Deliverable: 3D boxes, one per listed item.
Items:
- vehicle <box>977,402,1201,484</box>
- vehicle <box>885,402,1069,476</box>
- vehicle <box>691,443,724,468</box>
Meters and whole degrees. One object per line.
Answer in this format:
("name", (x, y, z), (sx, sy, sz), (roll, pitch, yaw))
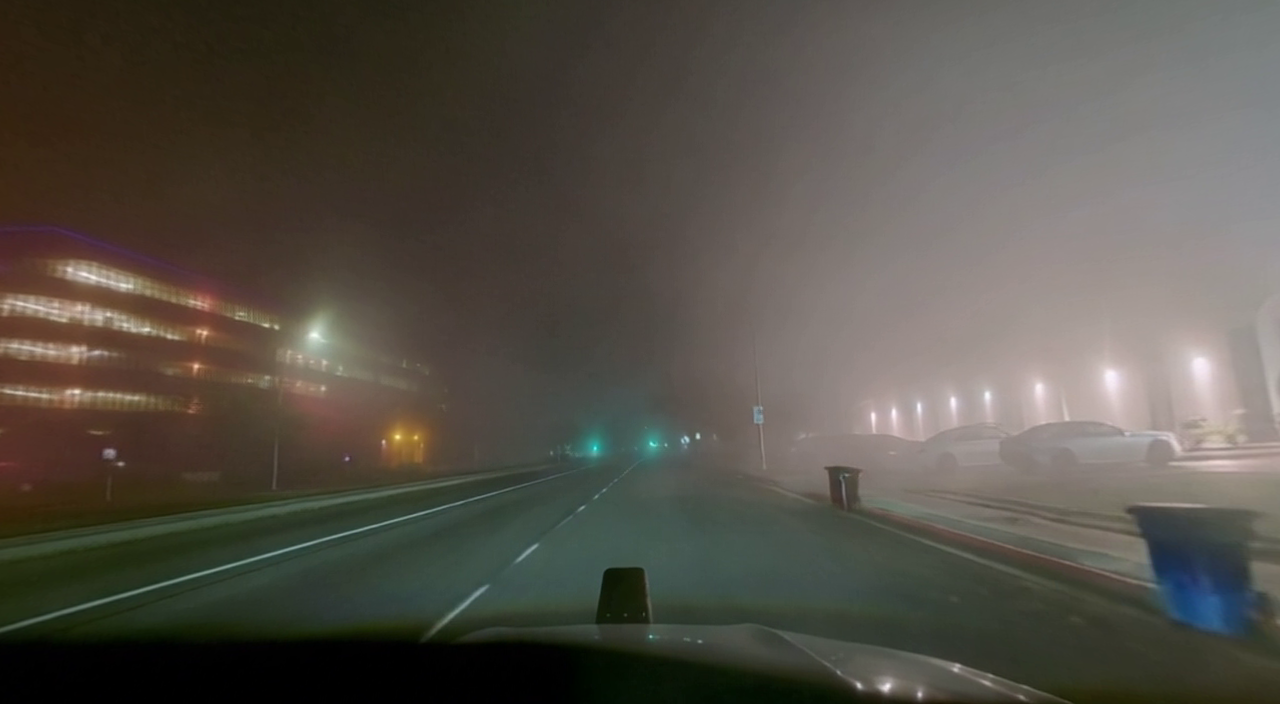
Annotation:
("vehicle", (12.133, 2.491, 17.306), (4.478, 1.578, 1.944), (-7, -9, 2))
("vehicle", (12.122, 3.195, 22.975), (5.330, 1.917, 2.001), (-7, -10, 1))
("vehicle", (5.198, 8.037, 49.157), (2.078, 1.771, 5.174), (0, -8, 0))
